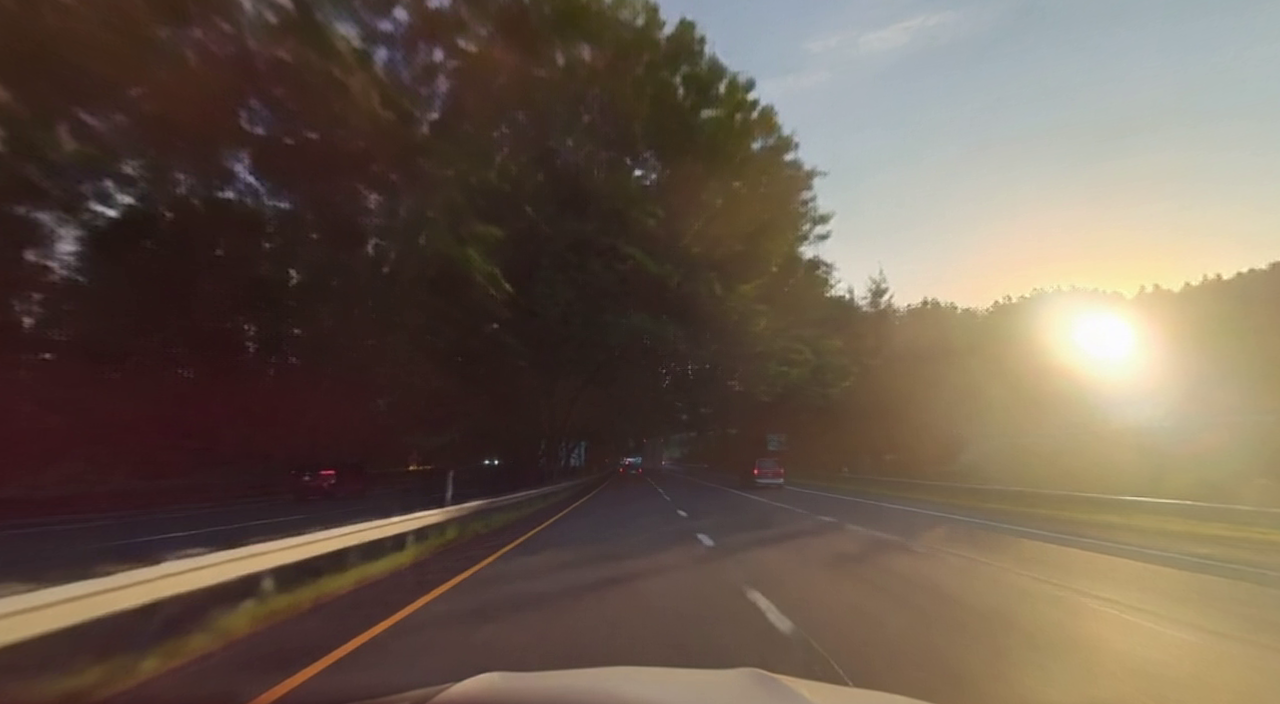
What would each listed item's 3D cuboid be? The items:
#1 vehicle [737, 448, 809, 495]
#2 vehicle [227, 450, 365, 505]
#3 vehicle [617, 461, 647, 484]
[{"bbox_3d":[5.581,5.127,27.138,1.998,1.776,4.663,1,-10,-1],"label":"vehicle"},{"bbox_3d":[-11.538,4.274,21.635,1.952,1.618,4.859,1,-10,0],"label":"vehicle"},{"bbox_3d":[-0.610,8.461,44.218,1.987,1.467,3.903,1,-10,-2],"label":"vehicle"}]
